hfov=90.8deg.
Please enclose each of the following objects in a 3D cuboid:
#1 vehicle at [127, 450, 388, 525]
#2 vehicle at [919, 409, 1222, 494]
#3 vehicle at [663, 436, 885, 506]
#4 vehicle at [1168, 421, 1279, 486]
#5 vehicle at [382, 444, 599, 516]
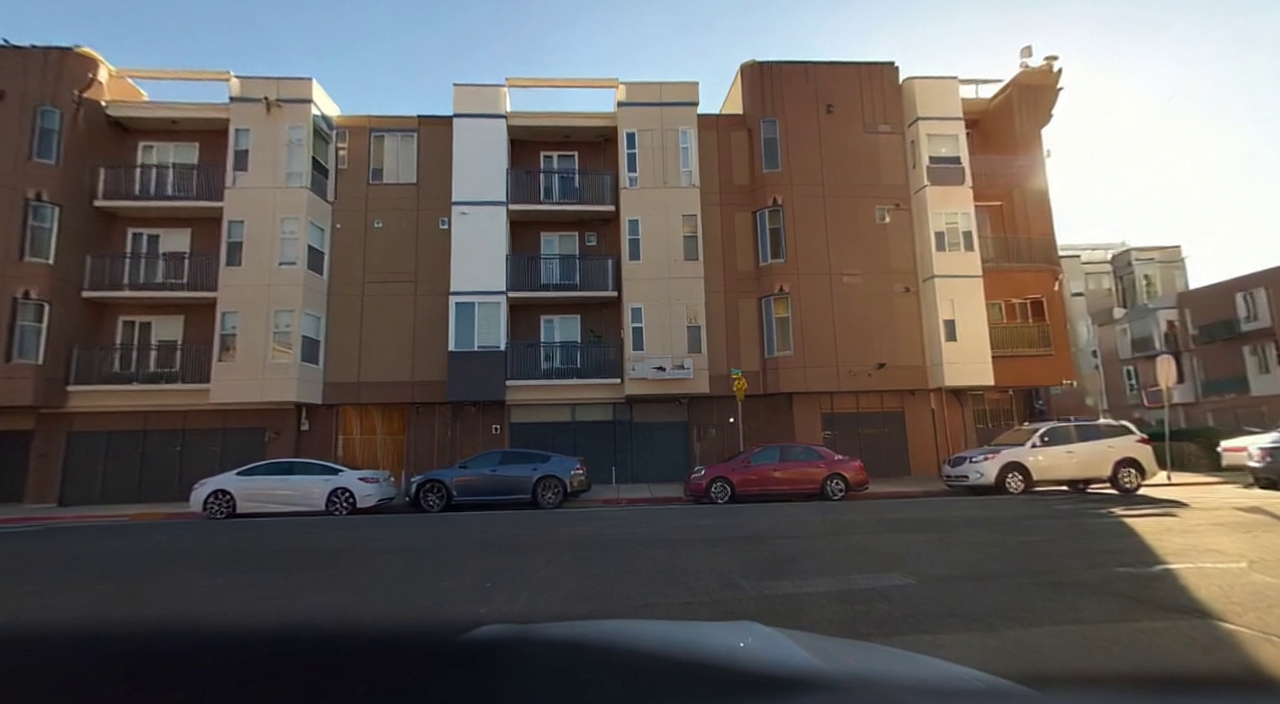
[{"bbox_3d":[-8.107,2.889,13.809,4.423,1.449,1.813,1,-9,-6],"label":"vehicle"},{"bbox_3d":[10.174,2.392,15.292,5.739,1.852,2.330,1,-8,-4],"label":"vehicle"},{"bbox_3d":[2.973,2.715,14.678,4.681,1.480,1.817,1,-8,-5],"label":"vehicle"},{"bbox_3d":[16.138,2.503,15.714,4.426,1.476,1.864,1,-8,-4],"label":"vehicle"},{"bbox_3d":[-3.203,2.829,14.286,4.489,1.470,1.776,1,-8,-5],"label":"vehicle"}]
